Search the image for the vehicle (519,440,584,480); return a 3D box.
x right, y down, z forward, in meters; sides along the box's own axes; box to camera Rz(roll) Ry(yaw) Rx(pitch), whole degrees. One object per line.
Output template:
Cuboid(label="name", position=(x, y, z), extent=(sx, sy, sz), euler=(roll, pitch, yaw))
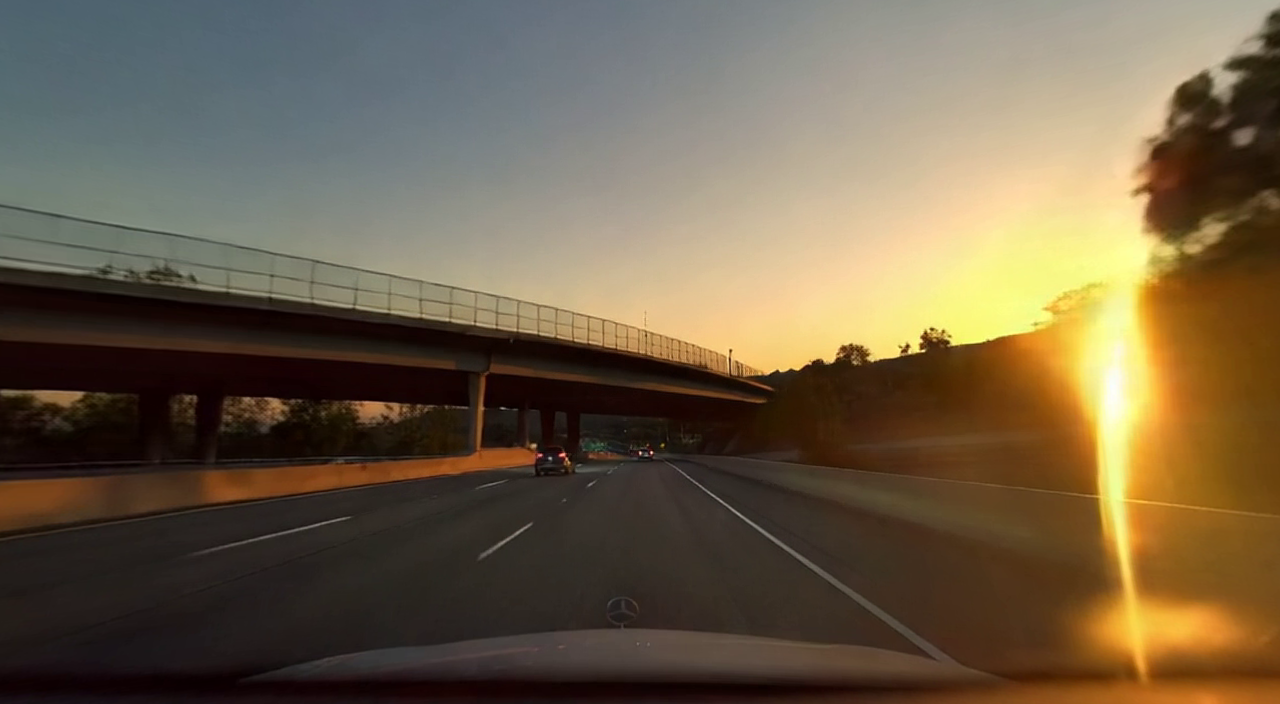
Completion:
Cuboid(label="vehicle", position=(-4.124, 5.137, 30.300), extent=(2.272, 1.759, 5.058), euler=(0, -9, 1))

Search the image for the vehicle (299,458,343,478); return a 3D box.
Cuboid(label="vehicle", position=(-24.600, 8.968, 48.783), extent=(1.615, 1.391, 3.636), euler=(0, -9, -3))
